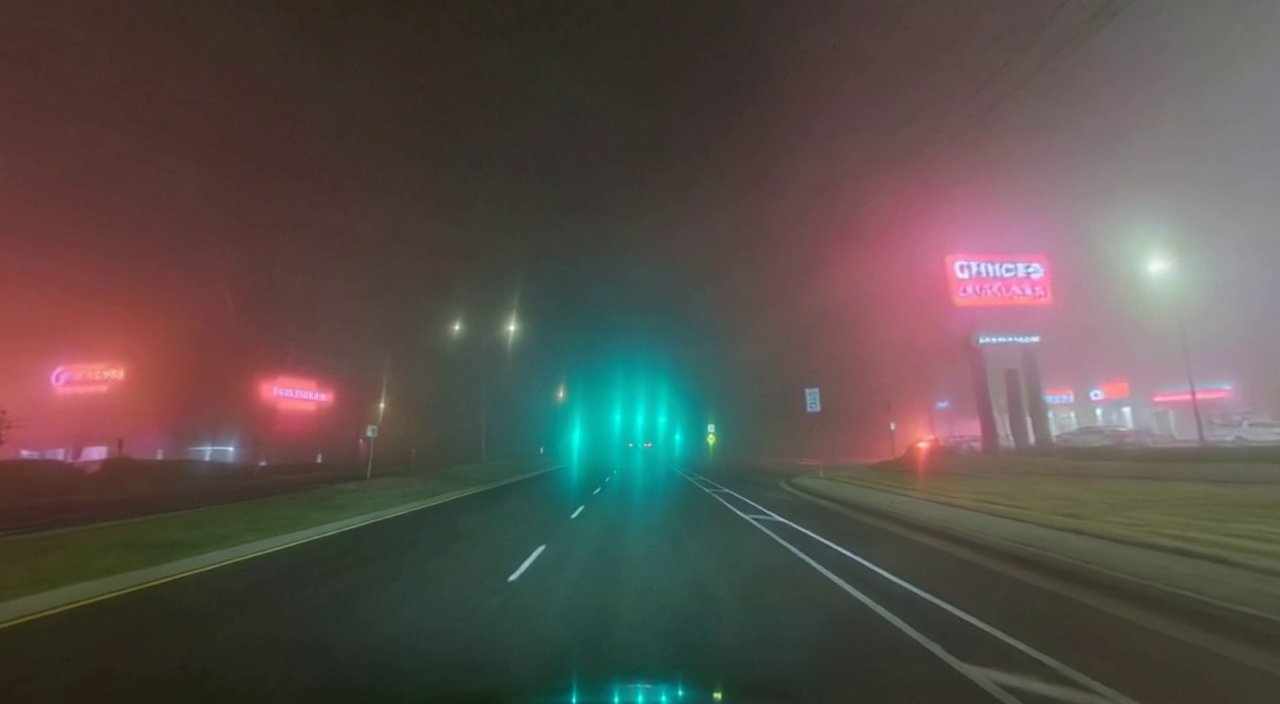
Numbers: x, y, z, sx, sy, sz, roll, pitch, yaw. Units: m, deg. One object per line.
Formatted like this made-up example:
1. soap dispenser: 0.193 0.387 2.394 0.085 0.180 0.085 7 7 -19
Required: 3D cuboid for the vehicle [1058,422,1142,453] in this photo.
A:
1. vehicle: 31.193 5.881 43.062 1.966 1.767 4.697 -4 -10 -2
